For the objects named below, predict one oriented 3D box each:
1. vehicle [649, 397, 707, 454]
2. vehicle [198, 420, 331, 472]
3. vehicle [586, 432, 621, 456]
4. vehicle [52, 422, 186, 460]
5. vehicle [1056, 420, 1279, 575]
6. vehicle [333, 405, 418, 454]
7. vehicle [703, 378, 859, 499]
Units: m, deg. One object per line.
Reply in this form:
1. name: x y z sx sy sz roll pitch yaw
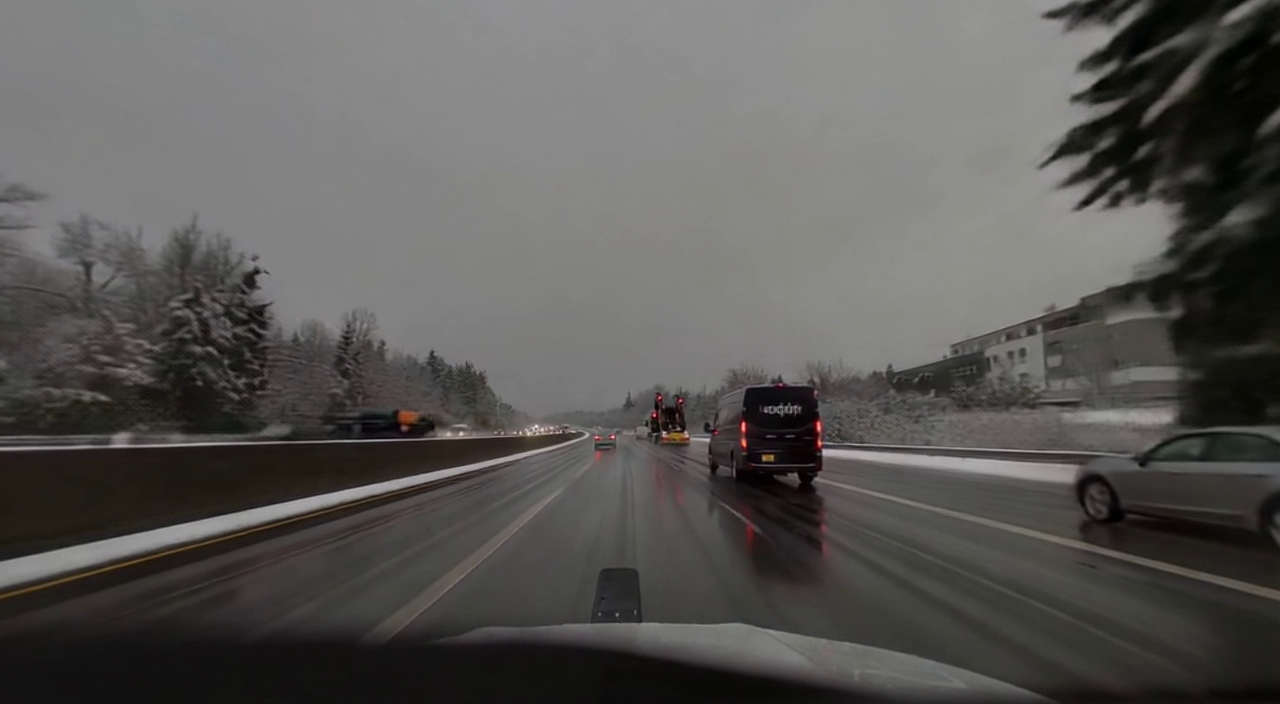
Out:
1. vehicle: 2.598 5.524 46.726 2.912 3.738 10.123 0 -8 -5
2. vehicle: -11.672 2.947 19.933 1.781 1.459 4.003 0 -8 -1
3. vehicle: -2.405 6.103 42.143 2.217 1.502 4.222 0 -8 -2
4. vehicle: -21.634 3.721 26.435 1.804 1.442 4.543 0 -8 -1
5. vehicle: 7.153 1.516 6.913 1.925 1.490 4.631 0 -8 -1
6. vehicle: -15.305 4.572 36.919 2.541 2.610 5.735 0 -8 -1
7. vehicle: 3.231 2.185 16.122 2.386 2.509 5.880 0 -8 -2
